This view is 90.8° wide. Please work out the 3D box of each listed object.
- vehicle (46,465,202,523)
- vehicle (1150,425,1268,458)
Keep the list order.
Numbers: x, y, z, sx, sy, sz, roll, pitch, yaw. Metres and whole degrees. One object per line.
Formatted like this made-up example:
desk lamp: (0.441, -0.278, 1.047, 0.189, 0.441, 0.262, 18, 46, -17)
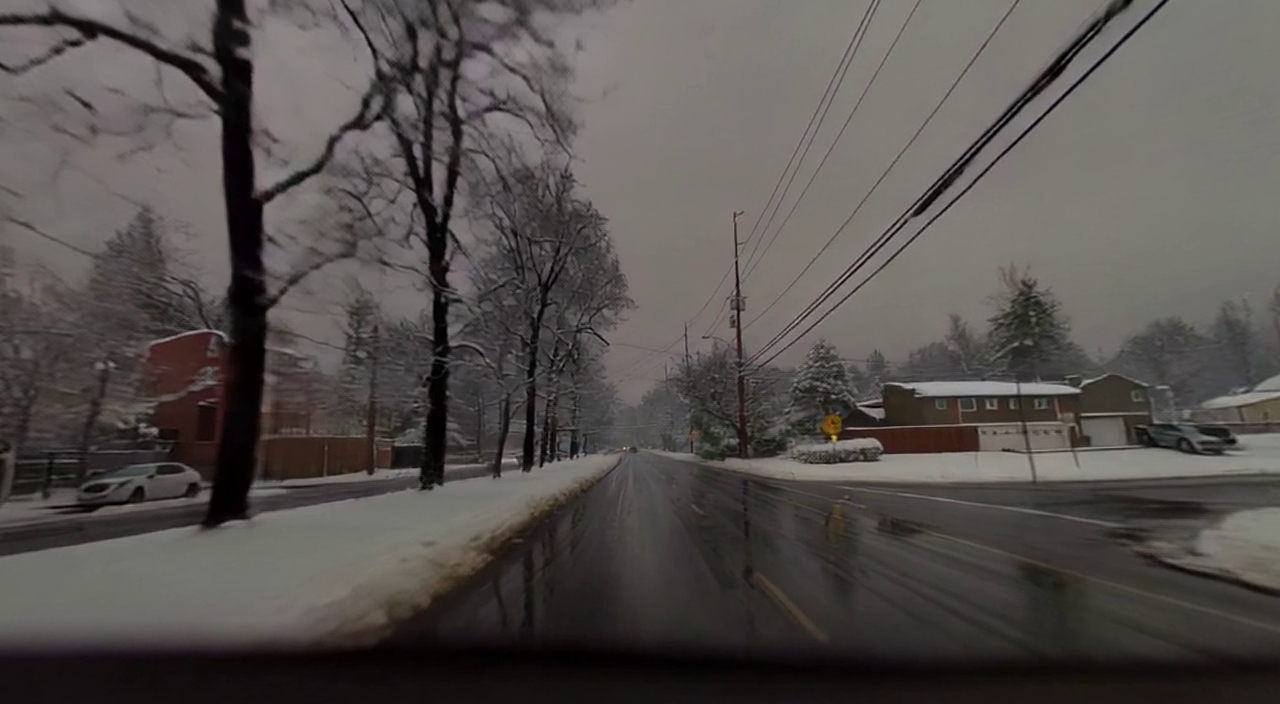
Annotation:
vehicle: (-18.958, 5.194, 23.555, 1.955, 1.584, 4.664, -6, -9, 0)
vehicle: (30.305, 4.780, 33.747, 4.300, 1.684, 1.904, -1, -8, 3)
